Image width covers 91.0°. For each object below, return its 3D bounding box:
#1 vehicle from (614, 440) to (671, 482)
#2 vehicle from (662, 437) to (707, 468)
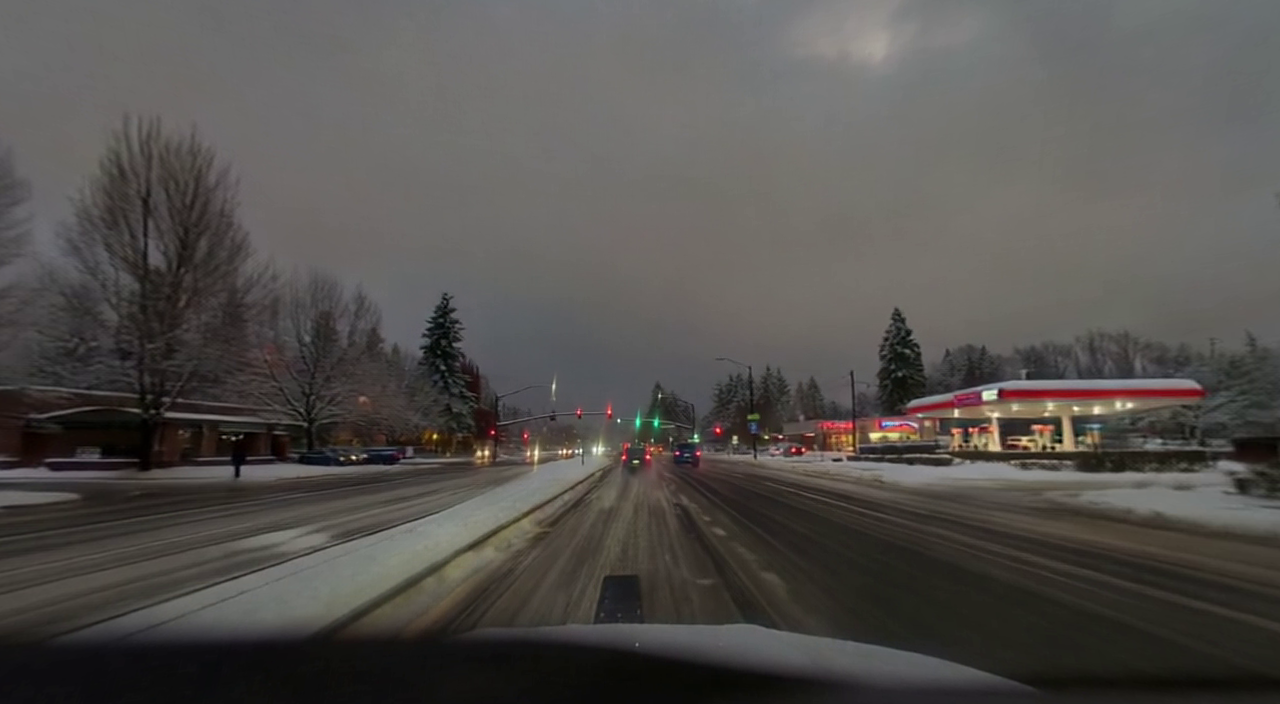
[{"bbox_3d":[0.072,4.413,25.734,2.145,1.572,4.021,0,-9,-1],"label":"vehicle"},{"bbox_3d":[3.122,7.291,45.784,2.731,2.101,6.047,0,-9,-1],"label":"vehicle"}]
